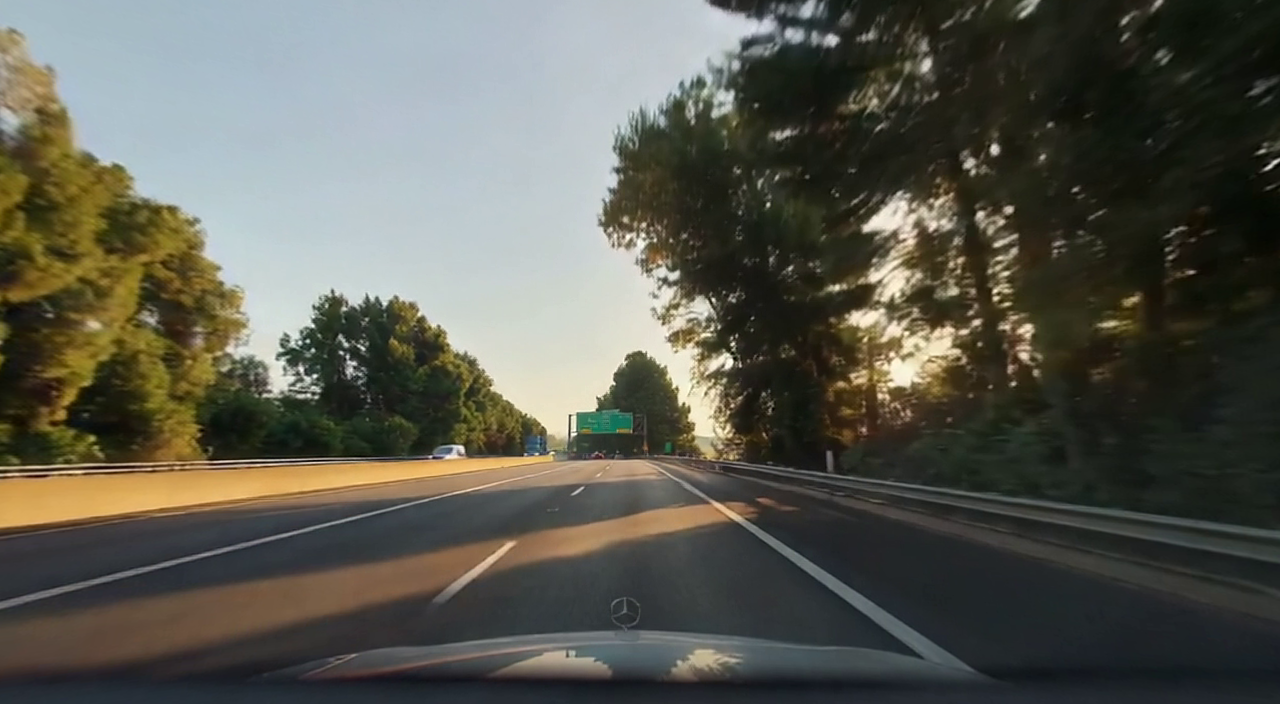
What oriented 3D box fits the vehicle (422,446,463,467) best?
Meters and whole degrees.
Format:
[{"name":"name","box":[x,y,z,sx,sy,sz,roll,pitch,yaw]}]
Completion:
[{"name":"vehicle","box":[-15.325,8.130,49.100,1.843,1.534,4.172,0,-9,0]}]
